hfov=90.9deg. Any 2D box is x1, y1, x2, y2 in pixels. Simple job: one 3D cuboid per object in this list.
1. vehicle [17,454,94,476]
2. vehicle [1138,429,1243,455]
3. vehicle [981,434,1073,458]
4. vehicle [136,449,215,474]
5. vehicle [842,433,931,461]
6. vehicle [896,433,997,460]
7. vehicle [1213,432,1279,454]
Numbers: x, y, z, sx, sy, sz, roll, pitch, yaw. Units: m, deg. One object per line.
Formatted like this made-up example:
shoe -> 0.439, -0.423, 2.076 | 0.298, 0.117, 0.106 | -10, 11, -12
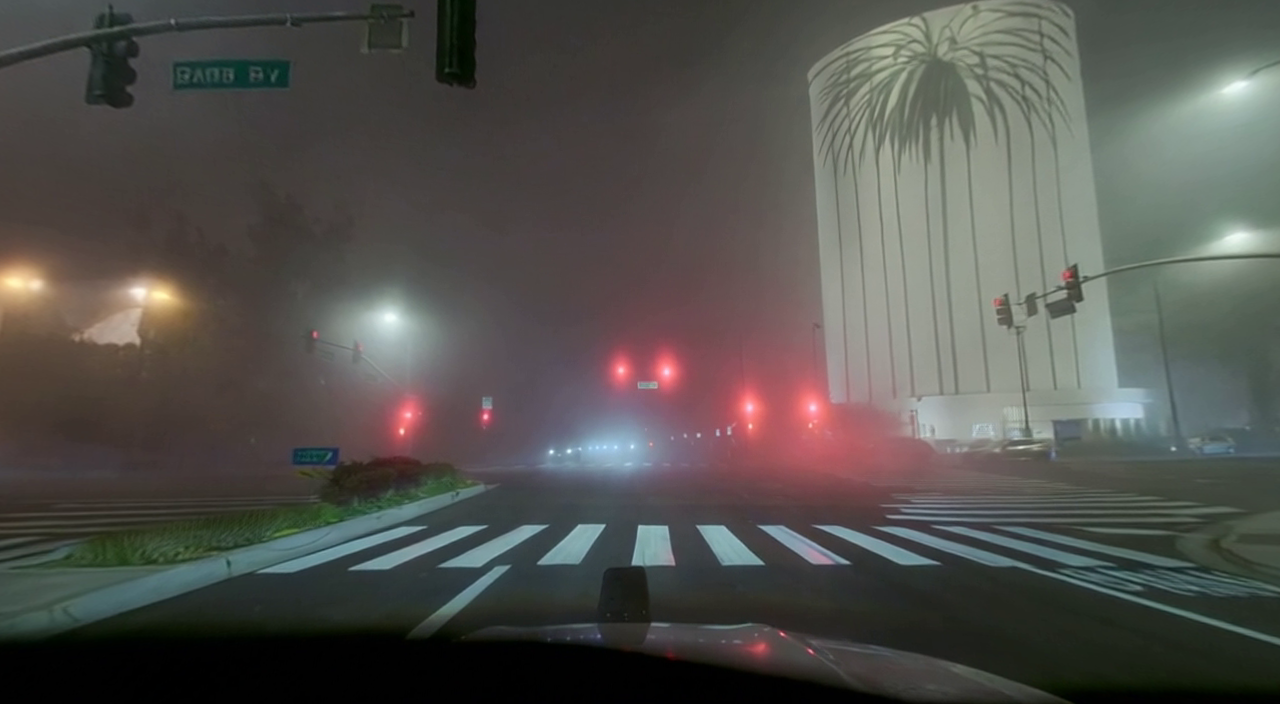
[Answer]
vehicle -> -41.540, 7.999, 44.812 | 3.698, 1.467, 1.779 | 0, -9, 1
vehicle -> 33.301, 5.462, 38.205 | 4.567, 1.458, 1.791 | 0, -8, 1
vehicle -> 23.630, 5.759, 38.602 | 4.423, 1.465, 1.798 | 0, -8, 1
vehicle -> -32.950, 7.780, 44.778 | 4.136, 1.661, 1.857 | 0, -8, 1
vehicle -> 15.108, 5.854, 38.843 | 4.648, 1.665, 1.910 | 0, -8, 0
vehicle -> 17.032, 5.281, 35.140 | 4.684, 1.461, 1.777 | 0, -8, -1
vehicle -> 42.205, 6.191, 42.943 | 4.437, 1.469, 1.811 | 0, -8, 0
